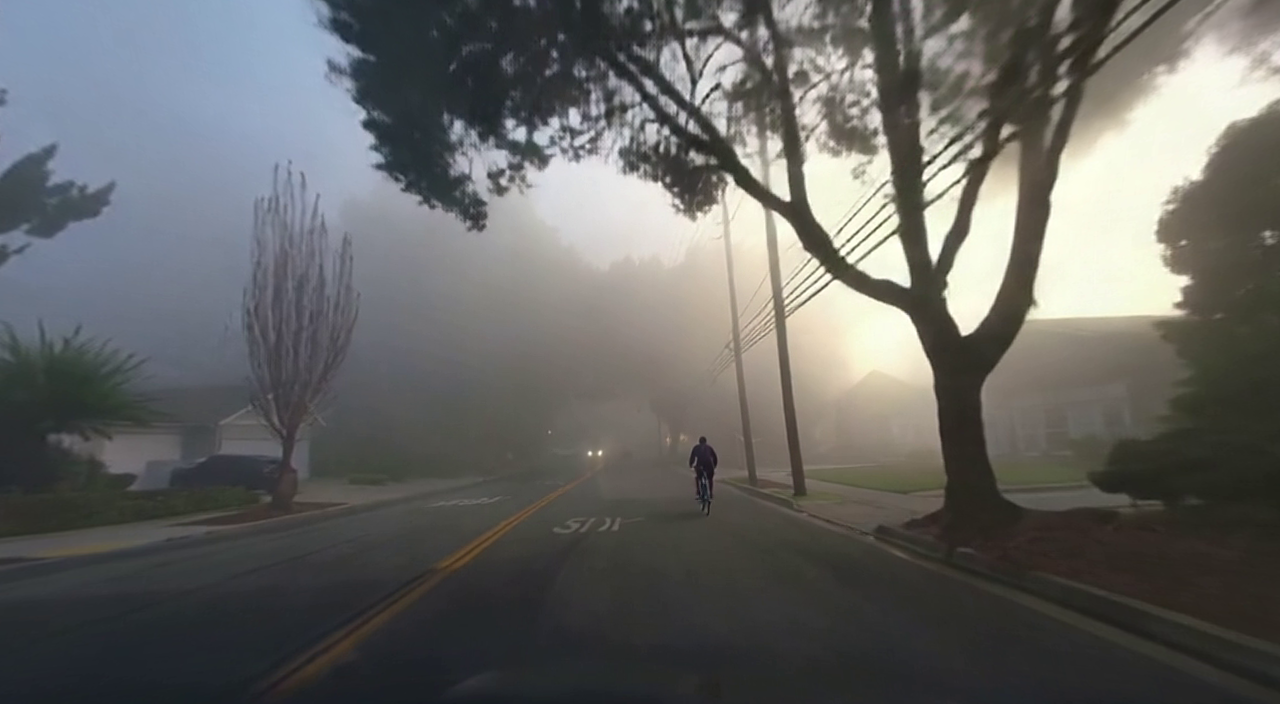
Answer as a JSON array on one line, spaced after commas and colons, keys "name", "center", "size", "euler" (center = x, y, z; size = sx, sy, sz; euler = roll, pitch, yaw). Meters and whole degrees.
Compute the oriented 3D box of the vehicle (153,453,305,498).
[{"name": "vehicle", "center": [-14.611, 4.392, 22.652], "size": [4.143, 1.480, 1.755], "euler": [0, -9, -2]}]
